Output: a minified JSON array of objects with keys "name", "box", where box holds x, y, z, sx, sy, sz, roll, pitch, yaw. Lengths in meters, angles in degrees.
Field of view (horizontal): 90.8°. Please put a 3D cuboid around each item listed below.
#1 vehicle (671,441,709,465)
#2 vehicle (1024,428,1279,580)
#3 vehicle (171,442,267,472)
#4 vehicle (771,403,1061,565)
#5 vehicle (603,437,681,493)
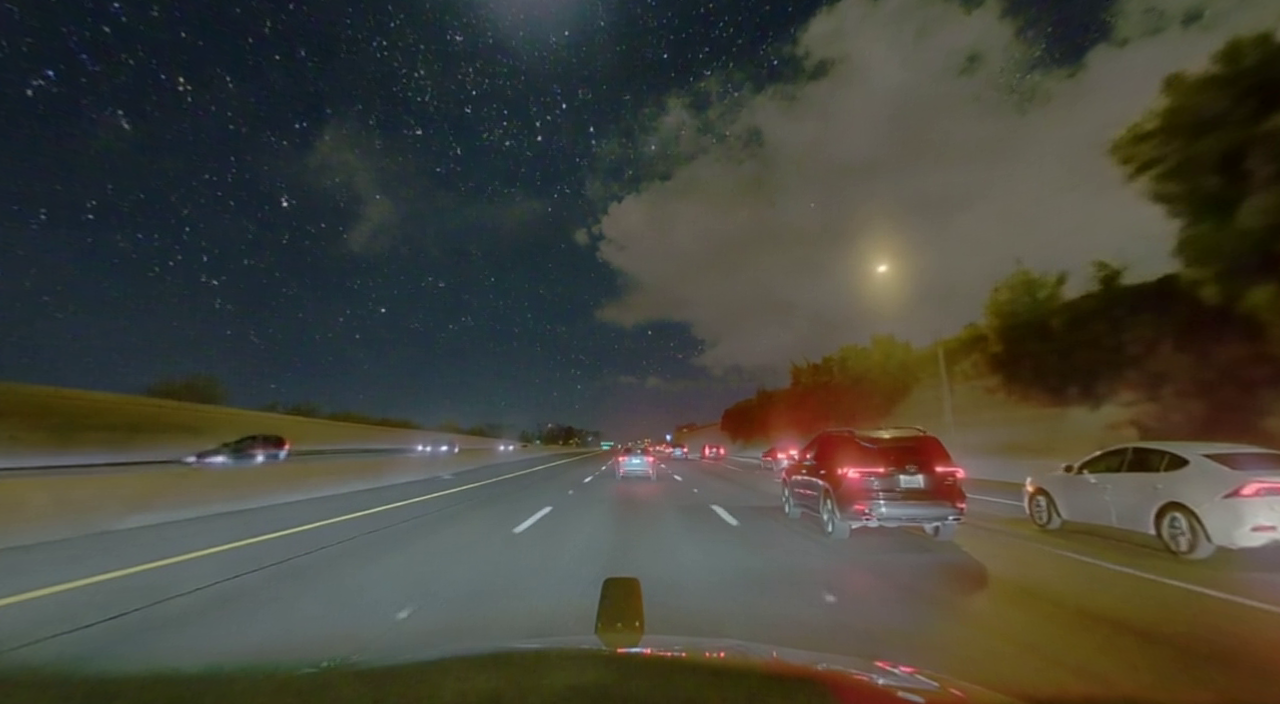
[{"name":"vehicle","box":[3.302,6.770,42.509,1.998,1.490,4.296,0,-8,-2]},{"name":"vehicle","box":[7.186,1.749,7.971,1.872,1.469,4.414,0,-8,0]},{"name":"vehicle","box":[-21.448,5.339,32.423,1.992,1.424,4.365,0,-8,-1]},{"name":"vehicle","box":[3.596,1.829,9.509,2.162,1.800,4.693,0,-8,-1]},{"name":"vehicle","box":[0.011,3.338,19.019,2.098,1.475,3.997,0,-8,-1]}]
